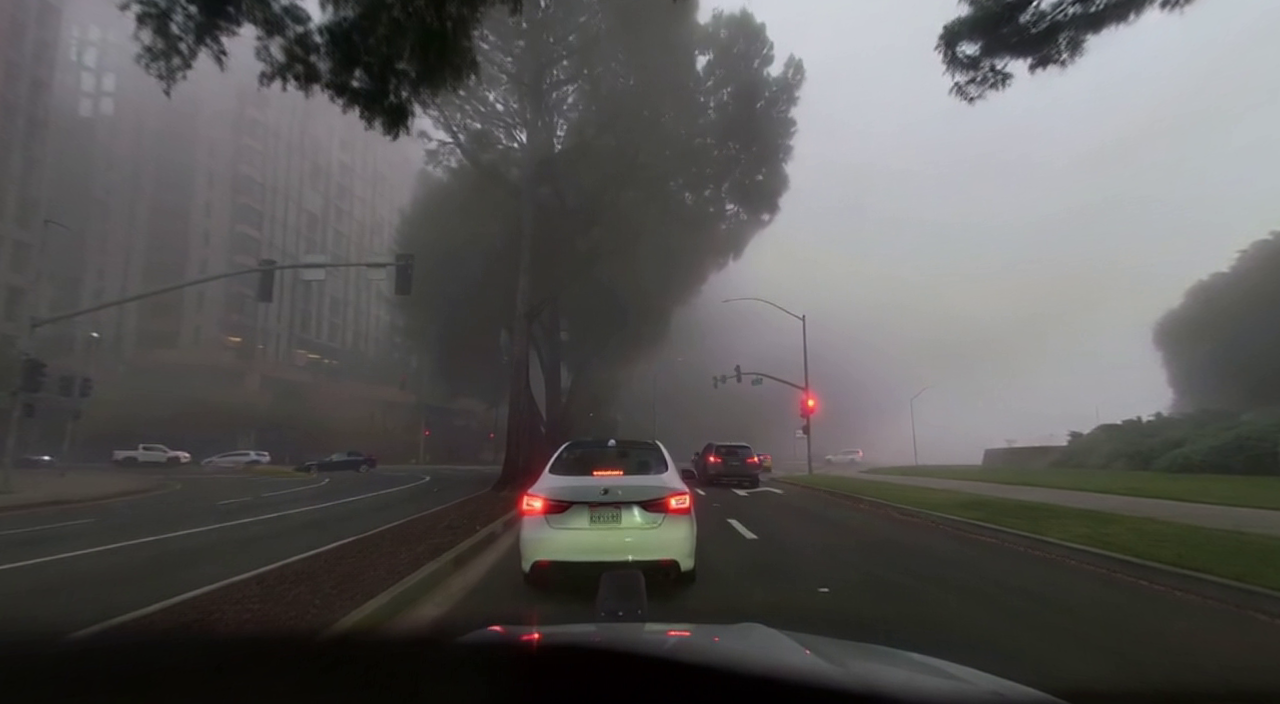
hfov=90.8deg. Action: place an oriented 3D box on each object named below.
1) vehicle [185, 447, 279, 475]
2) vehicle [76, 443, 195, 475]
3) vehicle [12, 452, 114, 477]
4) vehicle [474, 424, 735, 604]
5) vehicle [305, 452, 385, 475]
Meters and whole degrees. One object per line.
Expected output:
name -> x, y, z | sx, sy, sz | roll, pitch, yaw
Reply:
vehicle -> -26.319, 7.029, 40.906 | 4.575, 1.718, 2.008 | 2, -9, -12
vehicle -> -29.010, 6.163, 36.503 | 4.877, 1.754, 1.978 | 2, -9, -12
vehicle -> -35.540, 6.935, 39.007 | 4.199, 1.432, 1.727 | 2, -9, -12
vehicle -> -0.303, 1.671, 7.476 | 2.173, 1.479, 4.264 | 0, -8, 0
vehicle -> -19.747, 7.463, 42.478 | 4.548, 1.449, 1.802 | 2, -9, -13
